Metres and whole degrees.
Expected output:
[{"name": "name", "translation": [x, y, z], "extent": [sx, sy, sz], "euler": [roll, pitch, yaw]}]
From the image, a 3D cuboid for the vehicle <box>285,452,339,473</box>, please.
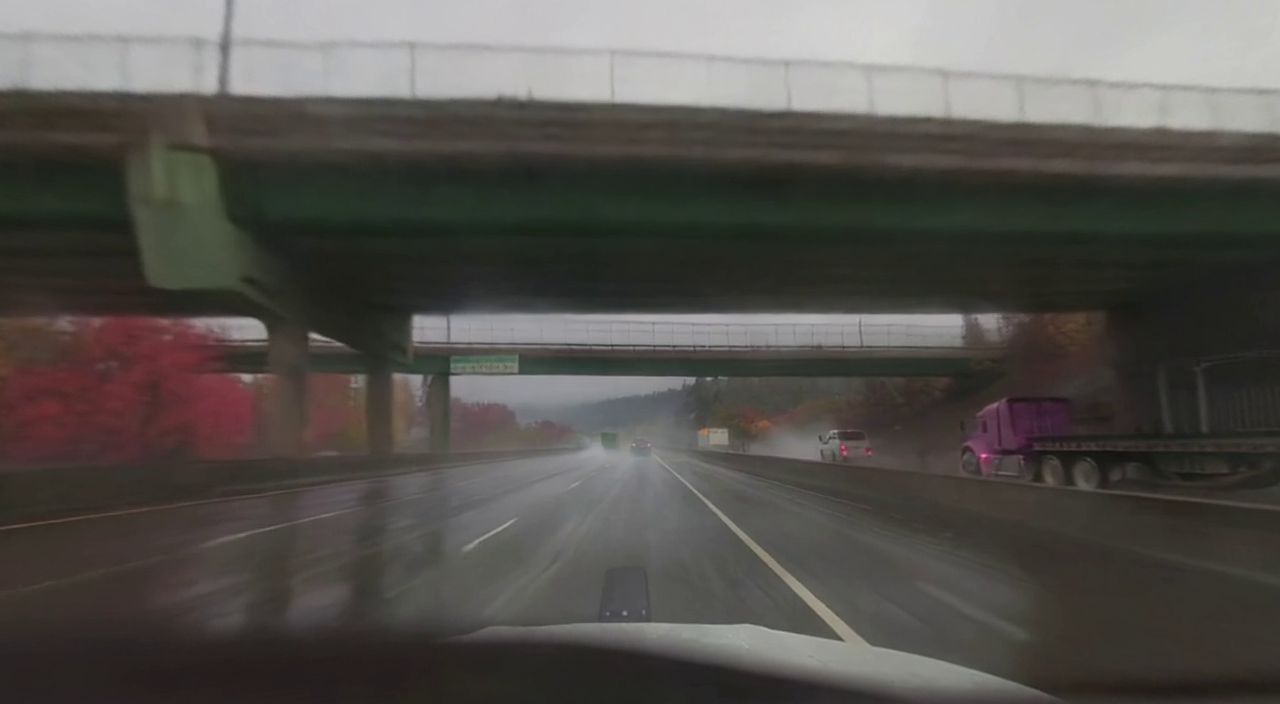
[{"name": "vehicle", "translation": [-25.509, 8.573, 48.938], "extent": [1.794, 1.521, 4.571], "euler": [0, -8, -1]}]
